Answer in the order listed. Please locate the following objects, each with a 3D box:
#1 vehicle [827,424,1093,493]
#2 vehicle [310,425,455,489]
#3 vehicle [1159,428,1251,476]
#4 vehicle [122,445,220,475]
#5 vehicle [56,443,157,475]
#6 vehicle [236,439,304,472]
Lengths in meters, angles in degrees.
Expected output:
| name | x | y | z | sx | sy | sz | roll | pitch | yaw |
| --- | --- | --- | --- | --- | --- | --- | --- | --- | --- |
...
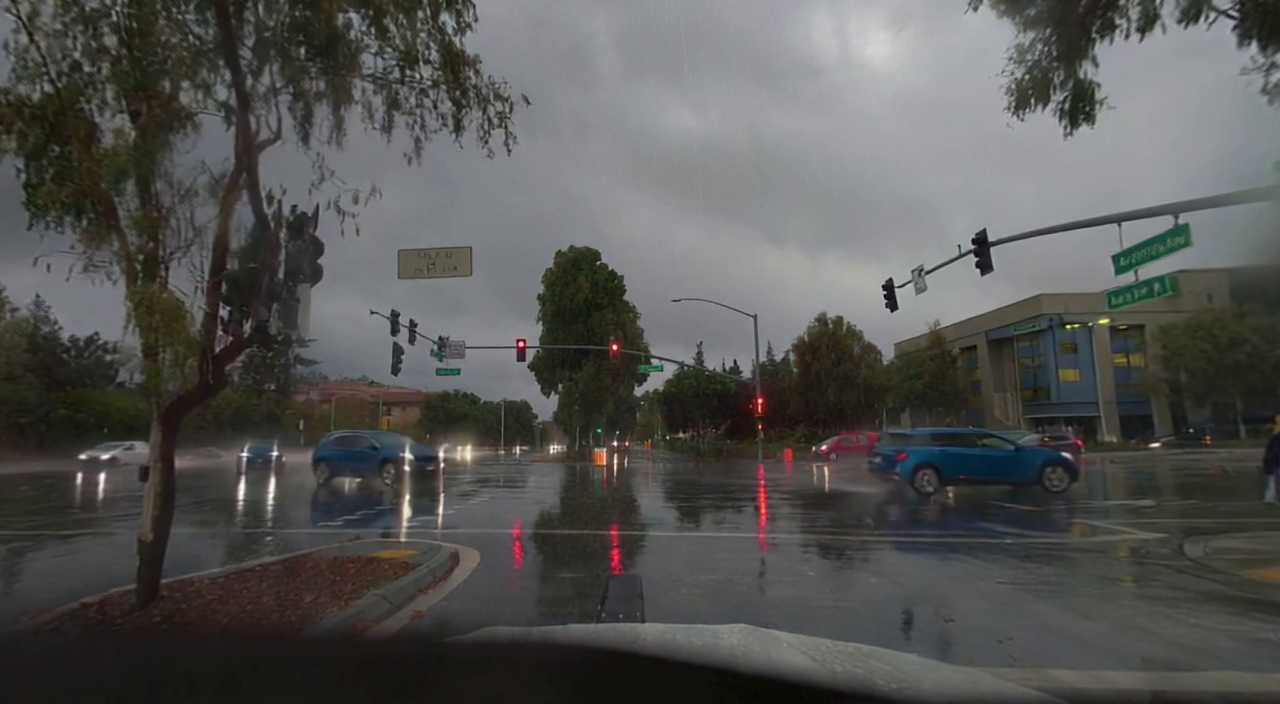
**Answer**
| name | x | y | z | sx | sy | sz | roll | pitch | yaw |
| --- | --- | --- | --- | --- | --- | --- | --- | --- | --- |
| vehicle | 8.803 | 2.976 | 17.858 | 6.196 | 1.777 | 2.457 | 0 | -8 | -3 |
| vehicle | -8.369 | 3.349 | 20.429 | 4.509 | 1.821 | 2.066 | -6 | -10 | 33 |
| vehicle | 22.728 | 3.993 | 25.346 | 4.780 | 1.719 | 2.156 | 8 | -11 | -43 |
| vehicle | -23.654 | 5.434 | 32.078 | 2.099 | 1.407 | 3.941 | 0 | -8 | -4 |
| vehicle | -30.819 | 6.161 | 36.716 | 1.961 | 1.708 | 4.678 | 0 | -8 | -3 |
| vehicle | -18.952 | 5.309 | 32.581 | 2.007 | 1.540 | 4.312 | 2 | -9 | -17 |
